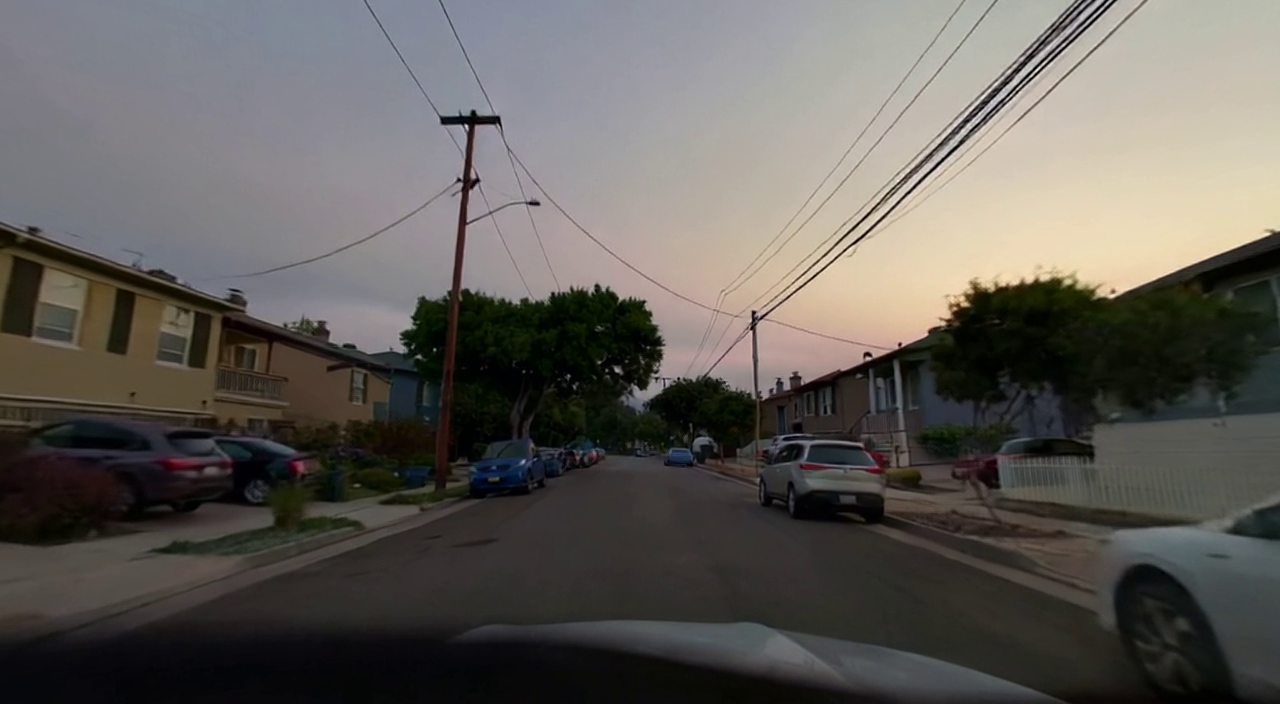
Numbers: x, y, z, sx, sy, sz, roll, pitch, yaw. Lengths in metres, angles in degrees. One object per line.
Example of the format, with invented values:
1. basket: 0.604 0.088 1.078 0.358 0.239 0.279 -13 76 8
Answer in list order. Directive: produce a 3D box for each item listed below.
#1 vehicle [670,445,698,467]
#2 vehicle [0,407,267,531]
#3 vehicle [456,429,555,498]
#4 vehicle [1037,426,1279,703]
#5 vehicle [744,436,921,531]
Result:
1. vehicle: 3.320 7.981 48.770 1.916 1.587 3.986 0 -8 1
2. vehicle: -9.088 1.890 10.453 4.469 1.816 2.022 0 -8 -1
3. vehicle: -4.028 3.440 19.913 2.057 1.887 5.053 0 -8 -1
4. vehicle: 3.713 0.921 1.865 1.862 1.452 4.737 0 -8 -2
5. vehicle: 3.542 2.488 12.649 2.019 1.536 4.405 0 -8 -2
